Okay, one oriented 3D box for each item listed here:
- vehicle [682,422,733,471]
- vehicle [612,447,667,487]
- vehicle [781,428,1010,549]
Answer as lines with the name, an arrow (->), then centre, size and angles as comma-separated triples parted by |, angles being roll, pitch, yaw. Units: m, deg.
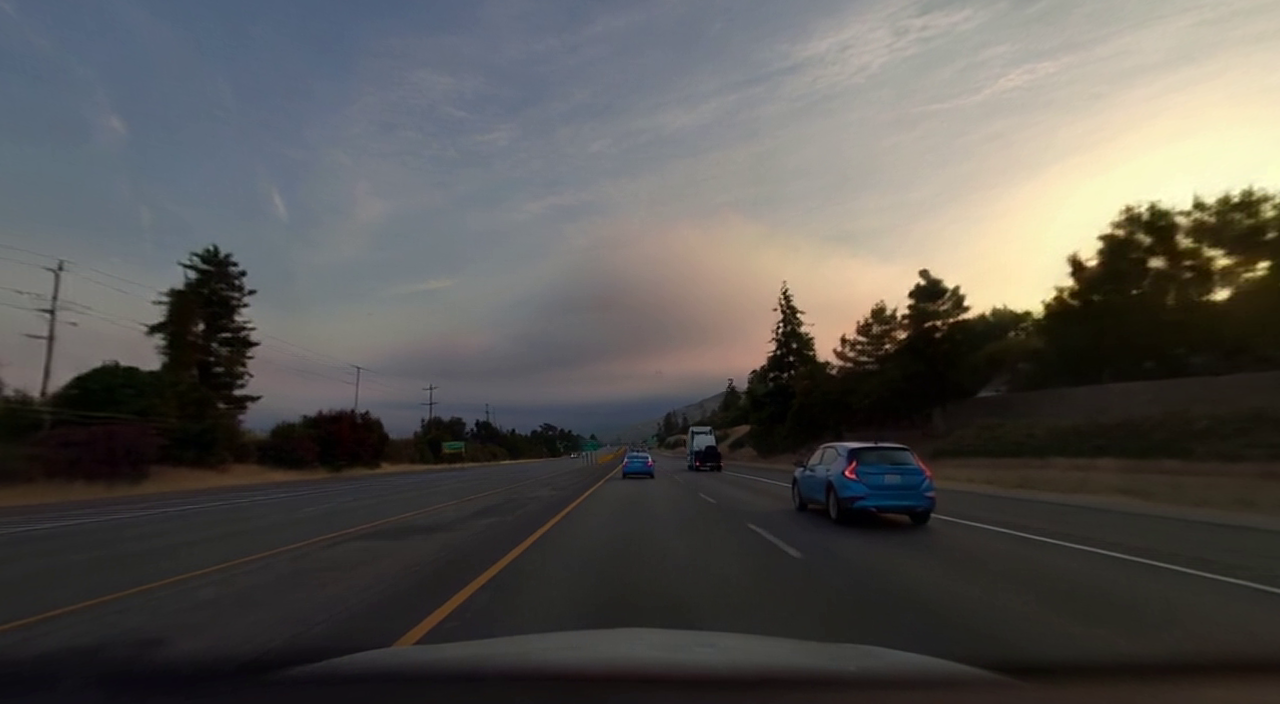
vehicle -> 4.682, 6.795, 45.047 | 2.791, 3.201, 7.145 | -1, -9, -1
vehicle -> -0.026, 4.655, 25.667 | 2.066, 1.490, 3.759 | -1, -9, 0
vehicle -> 3.781, 2.089, 10.231 | 1.953, 1.540, 4.101 | -1, -9, -1
